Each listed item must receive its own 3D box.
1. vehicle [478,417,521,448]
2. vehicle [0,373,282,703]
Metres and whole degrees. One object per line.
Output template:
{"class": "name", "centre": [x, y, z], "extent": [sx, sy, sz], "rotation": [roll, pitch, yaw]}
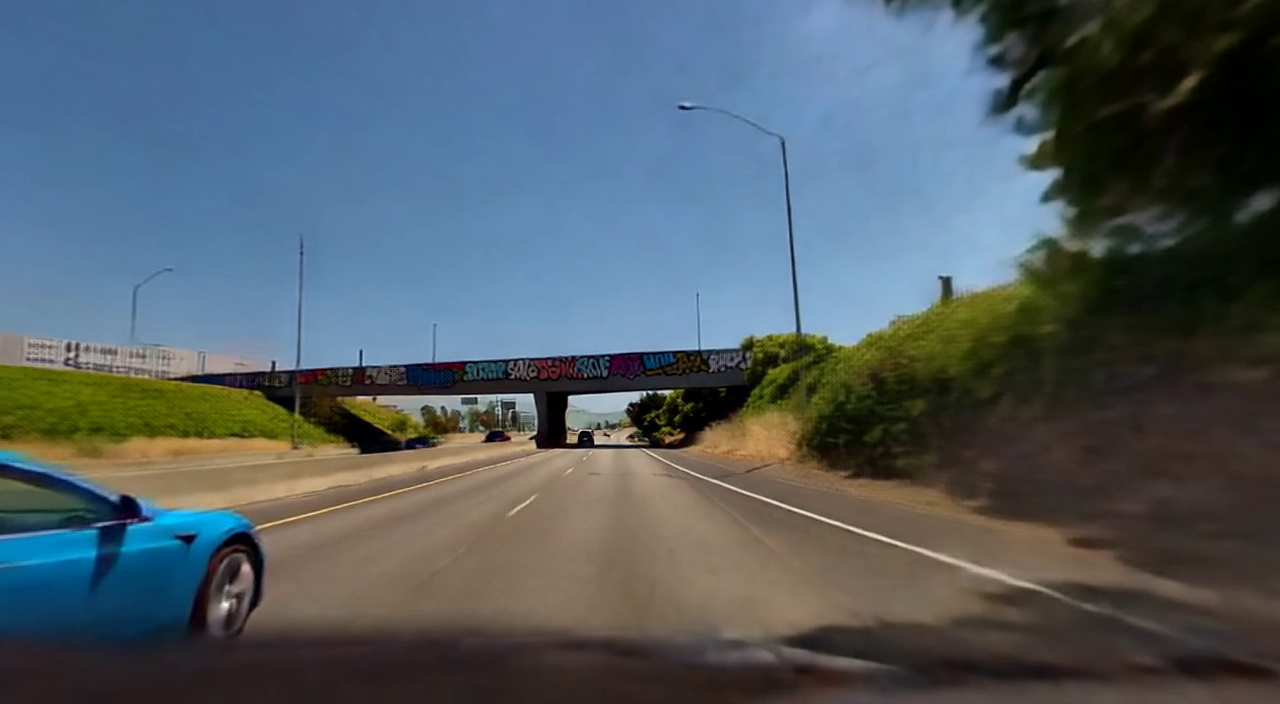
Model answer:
{"class": "vehicle", "centre": [-10.941, 6.329, 49.393], "extent": [2.240, 2.254, 5.250], "rotation": [1, -8, -1]}
{"class": "vehicle", "centre": [-3.465, 0.794, 1.896], "extent": [2.108, 1.555, 4.574], "rotation": [0, -8, -1]}
